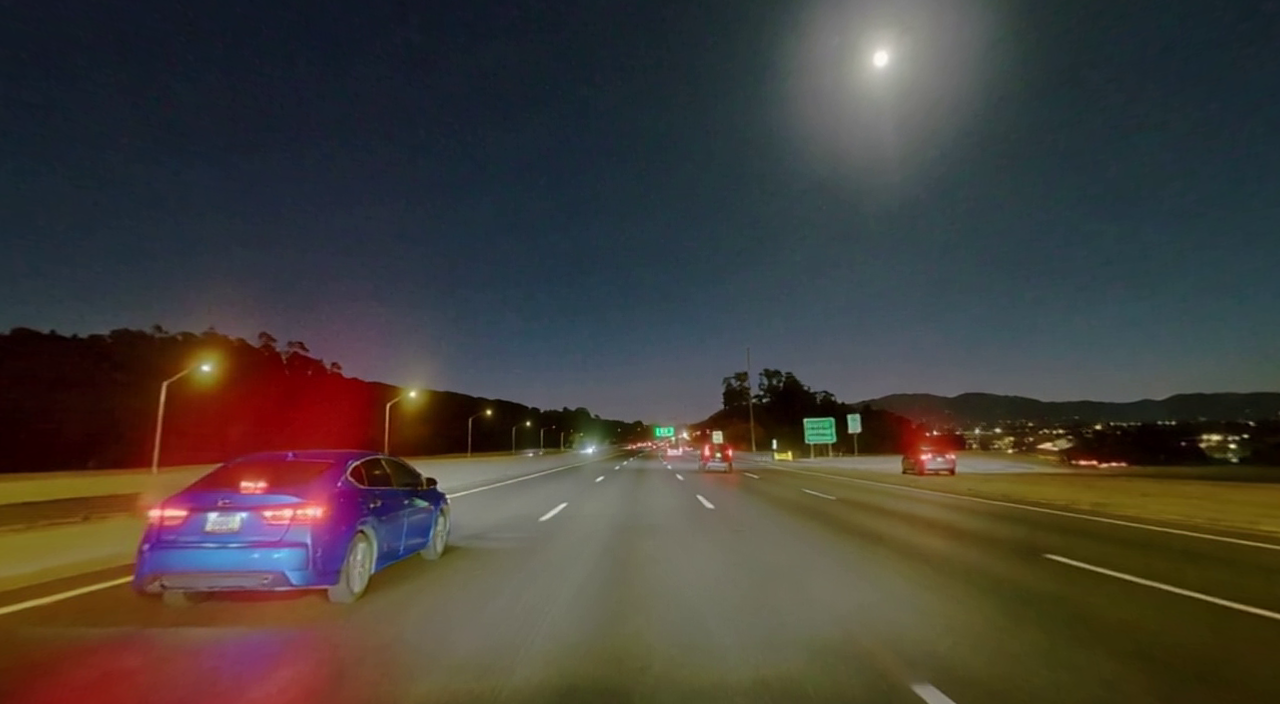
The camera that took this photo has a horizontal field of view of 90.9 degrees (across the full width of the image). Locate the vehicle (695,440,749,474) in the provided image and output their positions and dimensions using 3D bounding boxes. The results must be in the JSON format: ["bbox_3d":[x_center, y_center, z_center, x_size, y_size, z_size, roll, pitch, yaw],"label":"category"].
[{"bbox_3d":[3.783,4.950,29.925,1.916,1.469,4.481,0,-8,0],"label":"vehicle"}]
